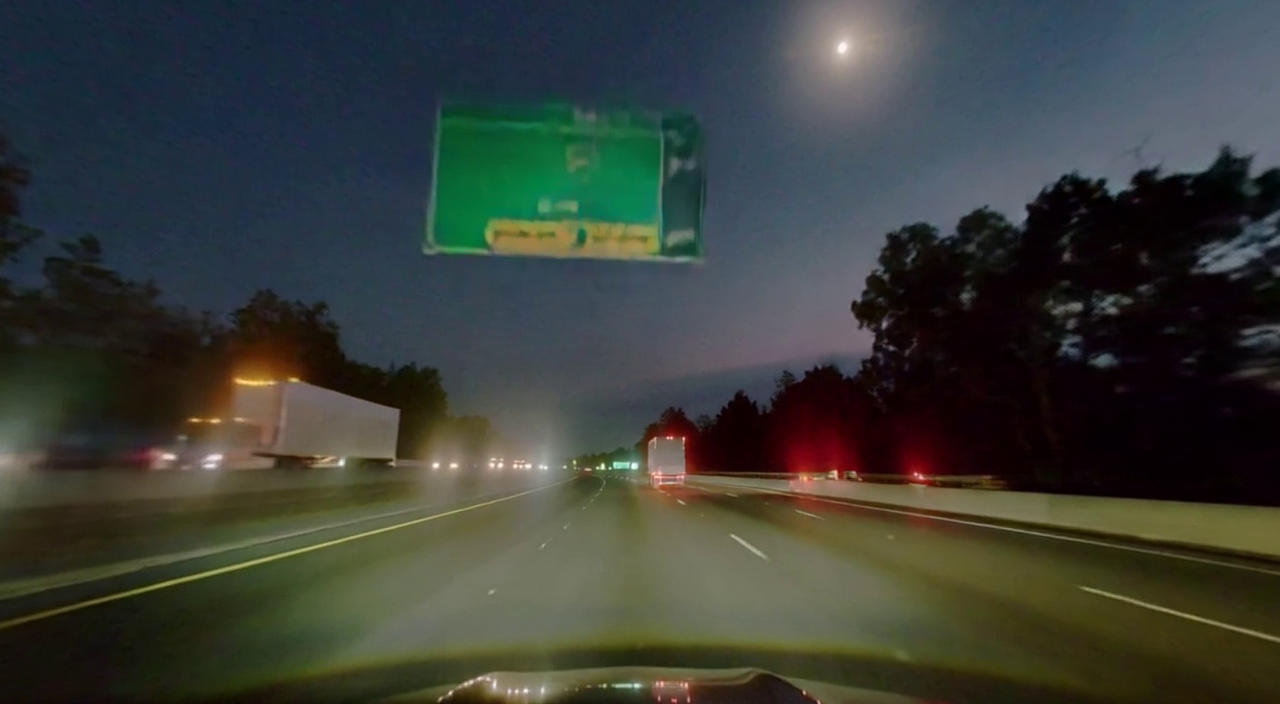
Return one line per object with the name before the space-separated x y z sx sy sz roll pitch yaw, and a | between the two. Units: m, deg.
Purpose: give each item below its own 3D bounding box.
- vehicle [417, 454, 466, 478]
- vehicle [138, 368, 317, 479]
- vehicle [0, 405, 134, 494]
vehicle | -12.469 7.209 39.796 1.850 1.440 3.928 1 -11 -1
vehicle | -16.071 3.045 25.236 2.940 3.855 5.835 1 -11 -1
vehicle | -11.728 1.739 11.188 1.949 1.465 4.211 1 -11 0
